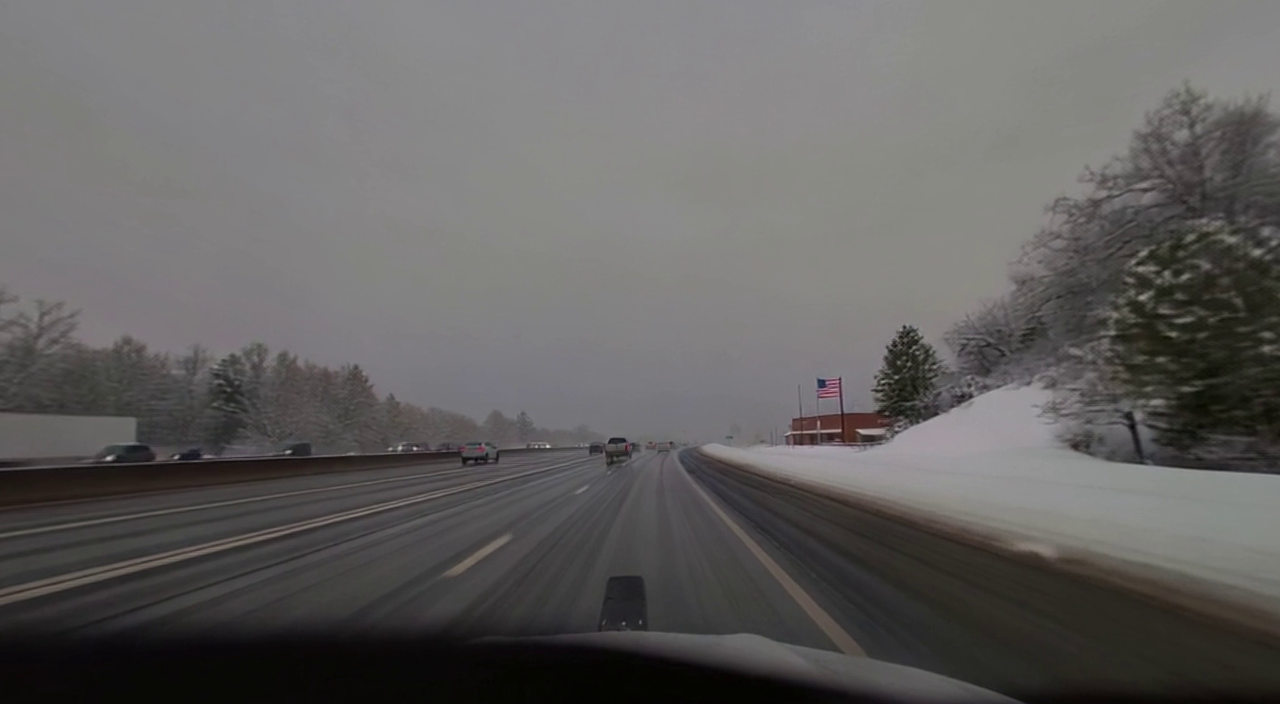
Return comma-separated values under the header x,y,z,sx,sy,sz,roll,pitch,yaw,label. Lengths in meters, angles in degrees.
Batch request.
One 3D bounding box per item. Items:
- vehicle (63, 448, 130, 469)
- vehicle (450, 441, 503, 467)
x,y,z,sx,sy,sz,roll,pitch,yaw,label
-41.201,8.047,47.883,1.711,1.456,3.747,1,-9,0,vehicle
-9.995,6.265,38.981,1.927,1.454,4.395,-1,-8,3,vehicle
